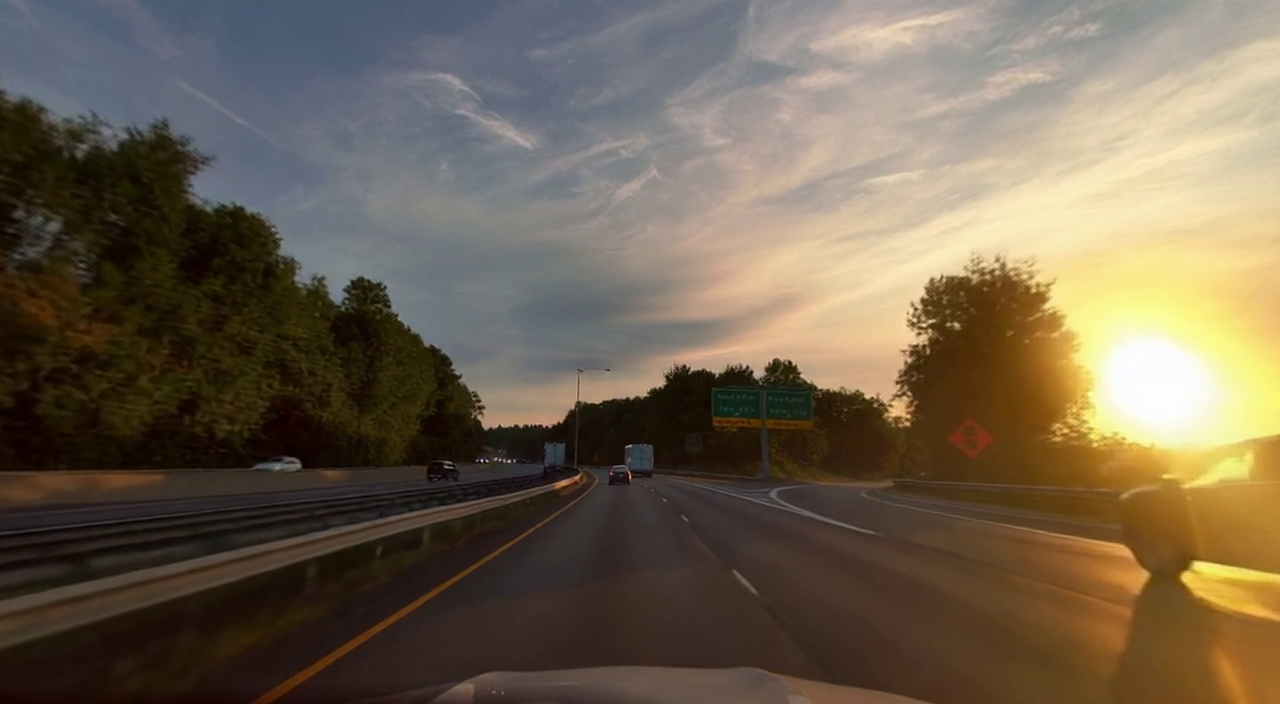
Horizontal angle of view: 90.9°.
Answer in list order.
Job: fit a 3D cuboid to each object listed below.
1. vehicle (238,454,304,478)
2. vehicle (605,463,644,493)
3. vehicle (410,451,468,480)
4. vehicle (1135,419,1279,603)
[{"bbox_3d":[-24.724,7.672,42.404,1.860,1.461,4.438,2,-10,-2],"label":"vehicle"},{"bbox_3d":[-0.843,6.781,34.060,1.987,1.467,3.903,1,-10,-2],"label":"vehicle"},{"bbox_3d":[-12.082,6.886,38.138,1.952,1.618,4.859,1,-10,-1],"label":"vehicle"},{"bbox_3d":[7.244,1.472,5.637,1.998,1.776,4.663,0,-11,4],"label":"vehicle"}]
